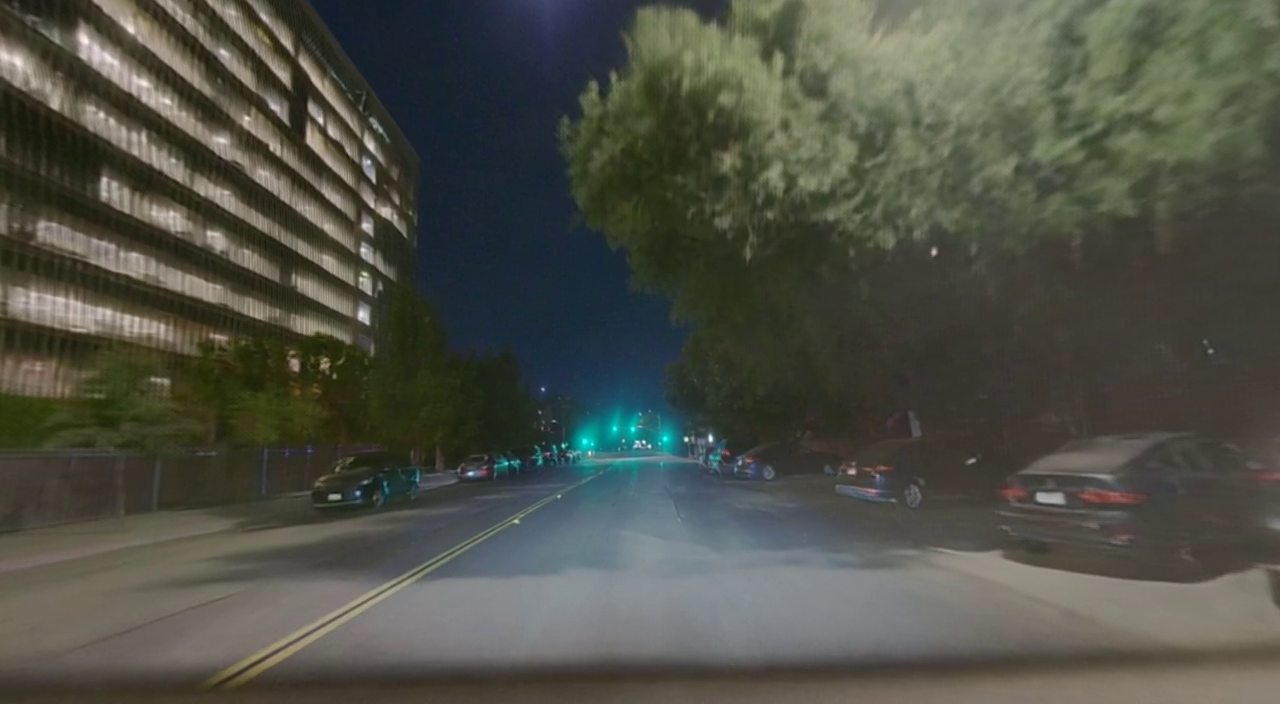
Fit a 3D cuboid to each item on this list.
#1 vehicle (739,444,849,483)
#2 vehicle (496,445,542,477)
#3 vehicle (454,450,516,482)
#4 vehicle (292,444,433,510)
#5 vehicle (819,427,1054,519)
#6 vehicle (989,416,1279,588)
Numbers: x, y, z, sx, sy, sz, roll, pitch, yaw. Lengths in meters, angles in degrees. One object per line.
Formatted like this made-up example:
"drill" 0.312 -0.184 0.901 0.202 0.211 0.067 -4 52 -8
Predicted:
"vehicle" 6.458 4.615 26.428 4.265 1.510 1.915 5 -10 -29
"vehicle" -7.607 6.862 40.092 1.957 1.693 4.588 -2 -6 1
"vehicle" -8.032 5.921 33.154 1.911 1.497 4.738 0 -8 2
"vehicle" -7.943 3.578 18.651 2.172 1.707 4.273 0 -8 0
"vehicle" 6.642 2.623 14.148 4.858 1.758 2.021 4 -9 -25
"vehicle" 7.072 1.748 8.163 4.846 1.645 2.008 4 -10 -27
